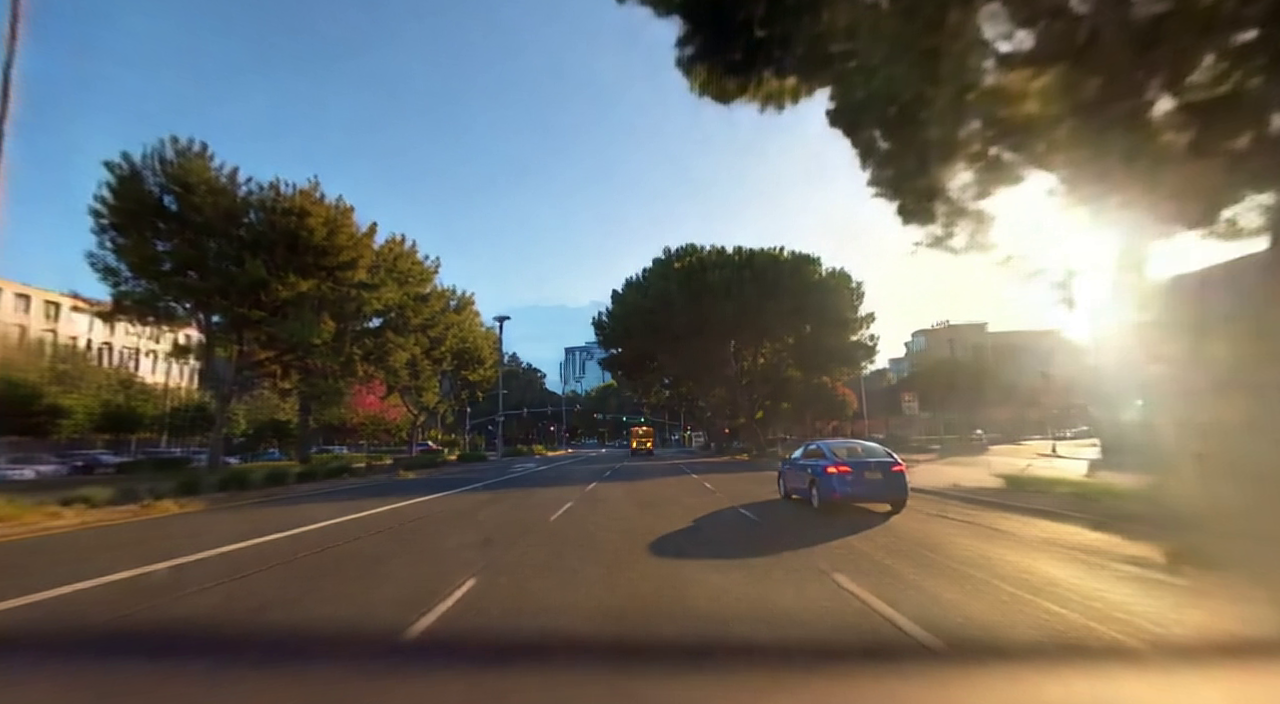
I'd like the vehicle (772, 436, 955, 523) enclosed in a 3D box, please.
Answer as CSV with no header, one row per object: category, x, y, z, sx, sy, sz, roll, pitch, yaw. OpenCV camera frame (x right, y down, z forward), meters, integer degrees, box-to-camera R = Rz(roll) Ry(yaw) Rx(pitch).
vehicle,4.267,2.488,13.010,2.005,1.442,4.675,0,-8,-1
